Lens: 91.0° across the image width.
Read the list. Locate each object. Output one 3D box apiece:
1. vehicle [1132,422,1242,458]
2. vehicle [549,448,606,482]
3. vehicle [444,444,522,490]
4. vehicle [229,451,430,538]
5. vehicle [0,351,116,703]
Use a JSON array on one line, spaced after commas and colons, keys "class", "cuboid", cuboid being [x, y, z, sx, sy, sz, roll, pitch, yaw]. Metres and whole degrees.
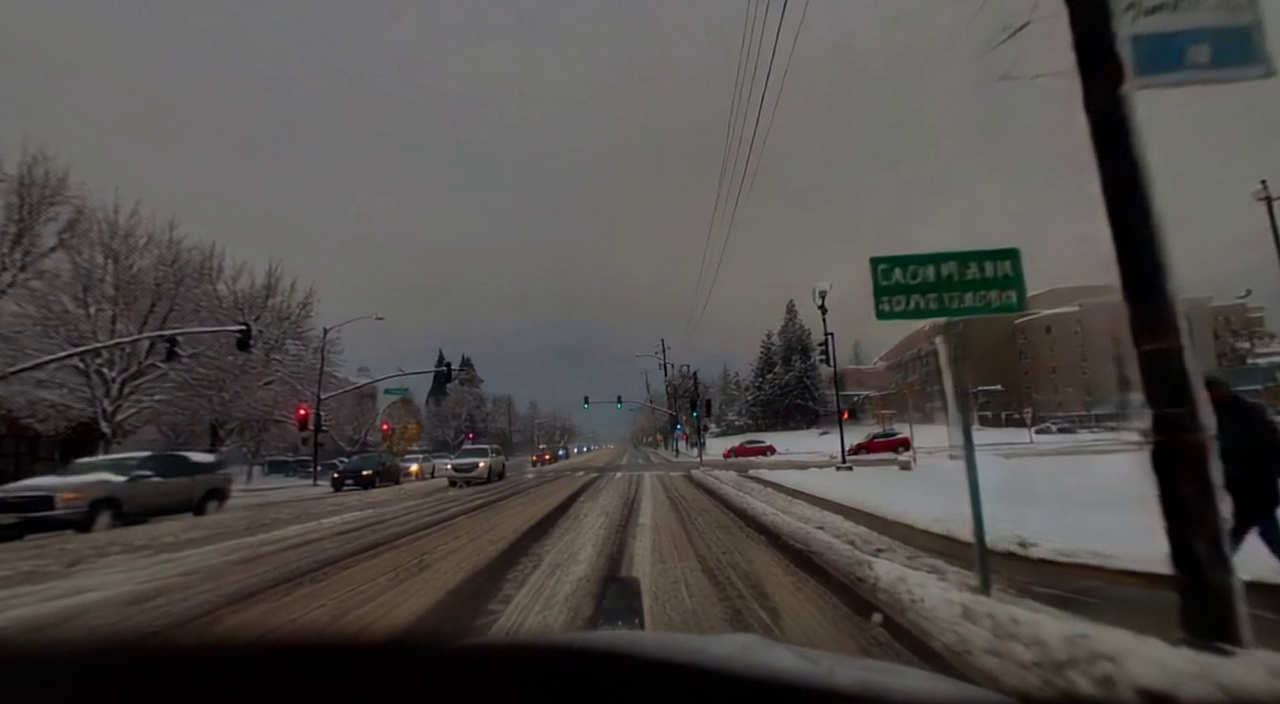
[{"class": "vehicle", "cuboid": [25.188, 4.115, 29.147, 1.690, 1.559, 3.521, 0, -9, -6]}, {"class": "vehicle", "cuboid": [-2.855, 5.271, 29.709, 2.147, 1.472, 4.406, 0, -8, 1]}, {"class": "vehicle", "cuboid": [-6.209, 4.567, 25.370, 2.012, 1.664, 3.917, 0, -8, 2]}, {"class": "vehicle", "cuboid": [-6.358, 2.930, 13.675, 1.960, 1.479, 4.654, 0, -8, 0]}, {"class": "vehicle", "cuboid": [-3.159, 0.561, 0.180, 2.042, 1.673, 4.516, 0, -8, 1]}]
